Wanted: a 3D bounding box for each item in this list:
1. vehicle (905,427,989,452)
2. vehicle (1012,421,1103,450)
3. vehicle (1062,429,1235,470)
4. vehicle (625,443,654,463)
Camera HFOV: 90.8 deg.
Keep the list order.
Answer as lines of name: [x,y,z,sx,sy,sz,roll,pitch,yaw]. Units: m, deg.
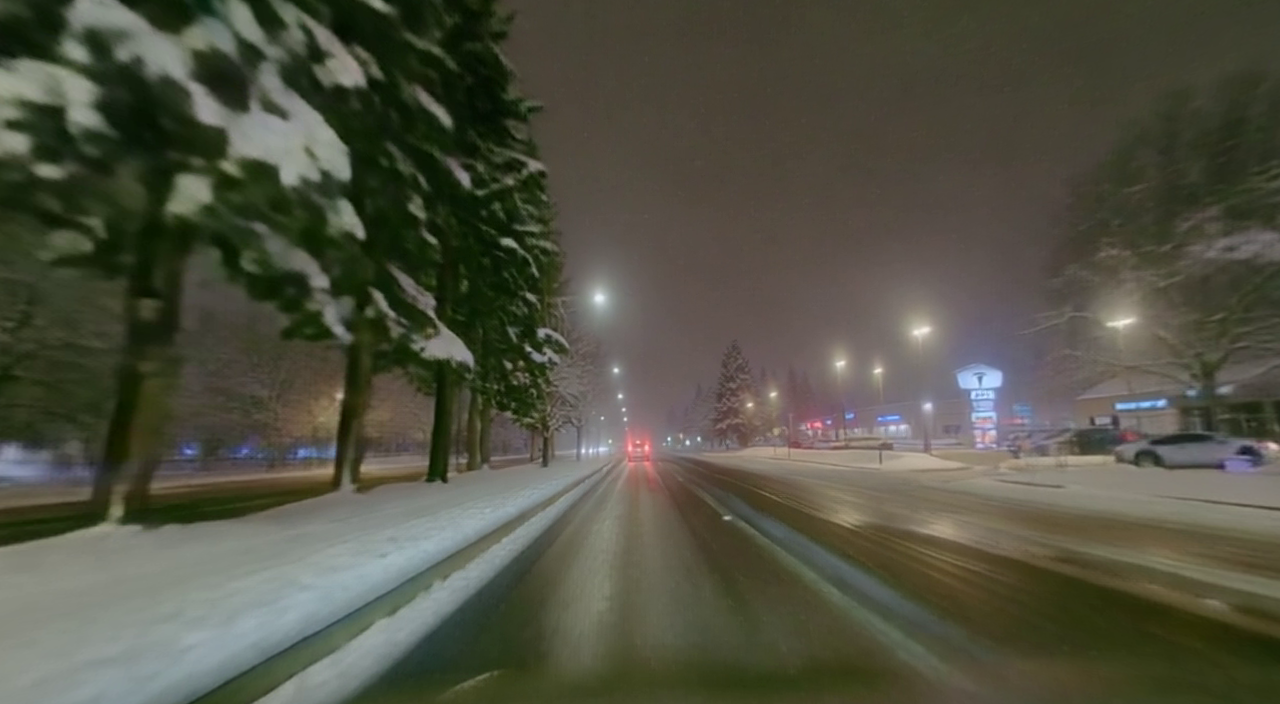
vehicle: [20.999,6.042,43.405,4.682,1.630,1.972,-1,-9,2]
vehicle: [25.633,5.210,39.062,1.921,1.678,5.257,0,-9,-2]
vehicle: [19.921,3.841,24.989,2.048,1.462,4.802,5,-10,-32]
vehicle: [-0.087,7.928,49.807,2.159,1.461,4.142,0,-8,-1]
